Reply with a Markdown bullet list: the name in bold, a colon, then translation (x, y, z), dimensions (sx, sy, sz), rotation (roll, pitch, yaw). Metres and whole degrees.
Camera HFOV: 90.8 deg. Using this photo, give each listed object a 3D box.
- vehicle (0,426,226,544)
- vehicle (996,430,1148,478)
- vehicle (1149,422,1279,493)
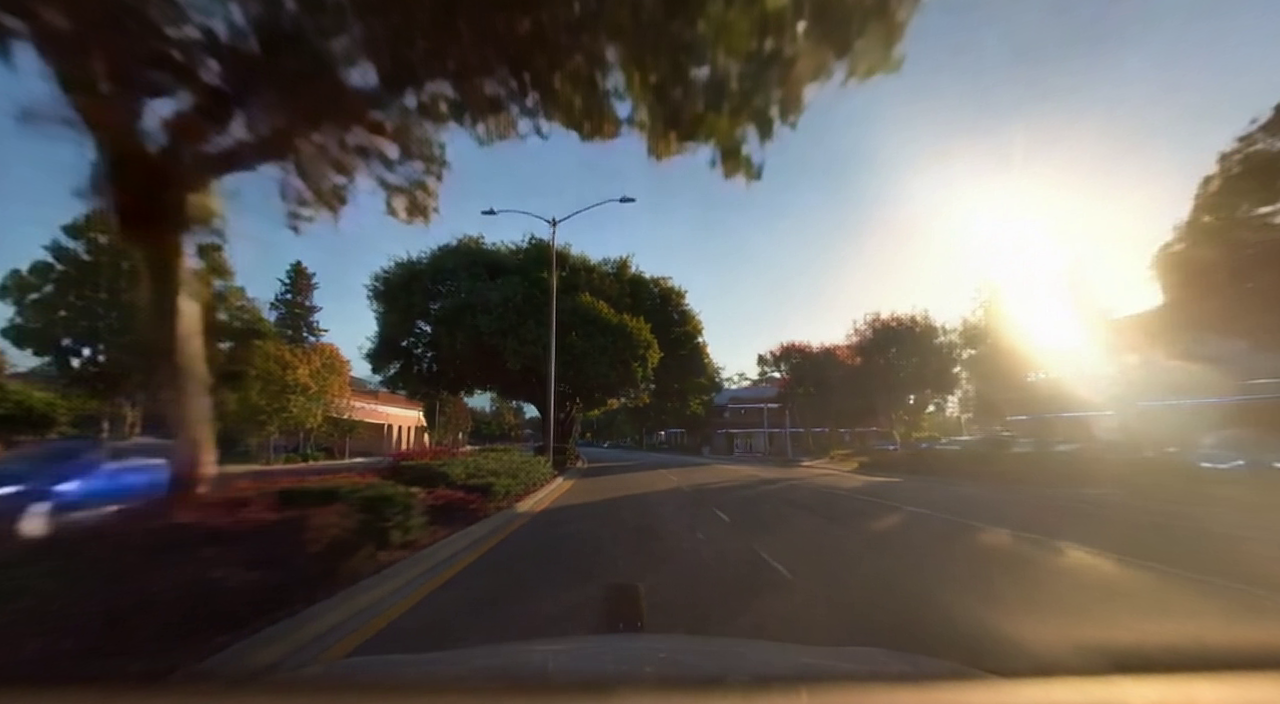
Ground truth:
- **vehicle**: translation (-9.056, 1.948, 9.720), dimensions (2.094, 1.485, 4.446), rotation (-1, -9, 5)
- **vehicle**: translation (17.201, 4.064, 25.306), dimensions (4.660, 1.814, 2.099), rotation (1, -9, -8)
- **vehicle**: translation (17.182, 2.827, 17.120), dimensions (4.889, 1.736, 2.339), rotation (1, -8, -6)
